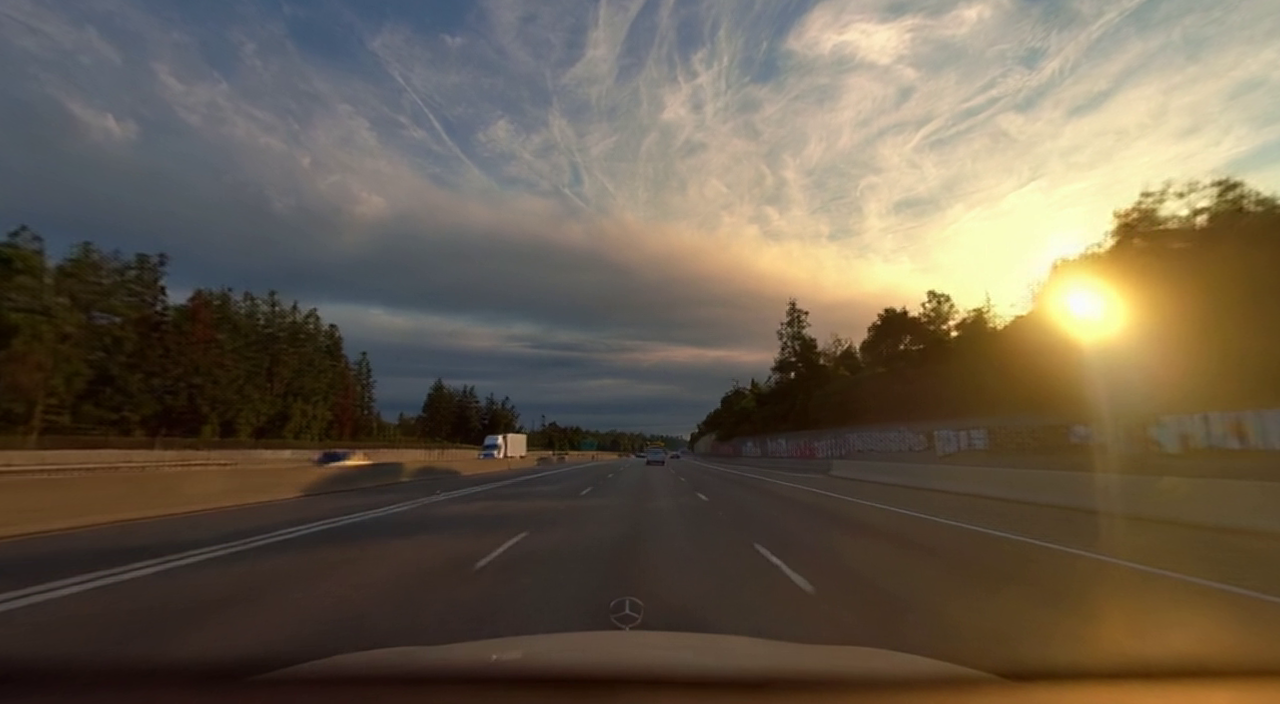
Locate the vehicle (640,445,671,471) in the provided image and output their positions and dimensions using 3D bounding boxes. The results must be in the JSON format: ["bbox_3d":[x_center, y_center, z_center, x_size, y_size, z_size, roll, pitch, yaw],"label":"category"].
[{"bbox_3d":[1.199,8.334,49.630,2.279,1.934,4.268,0,-9,0],"label":"vehicle"}]

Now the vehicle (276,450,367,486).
[{"bbox_3d":[-15.670,5.715,31.299,2.025,1.631,4.535,0,-9,1],"label":"vehicle"}]
